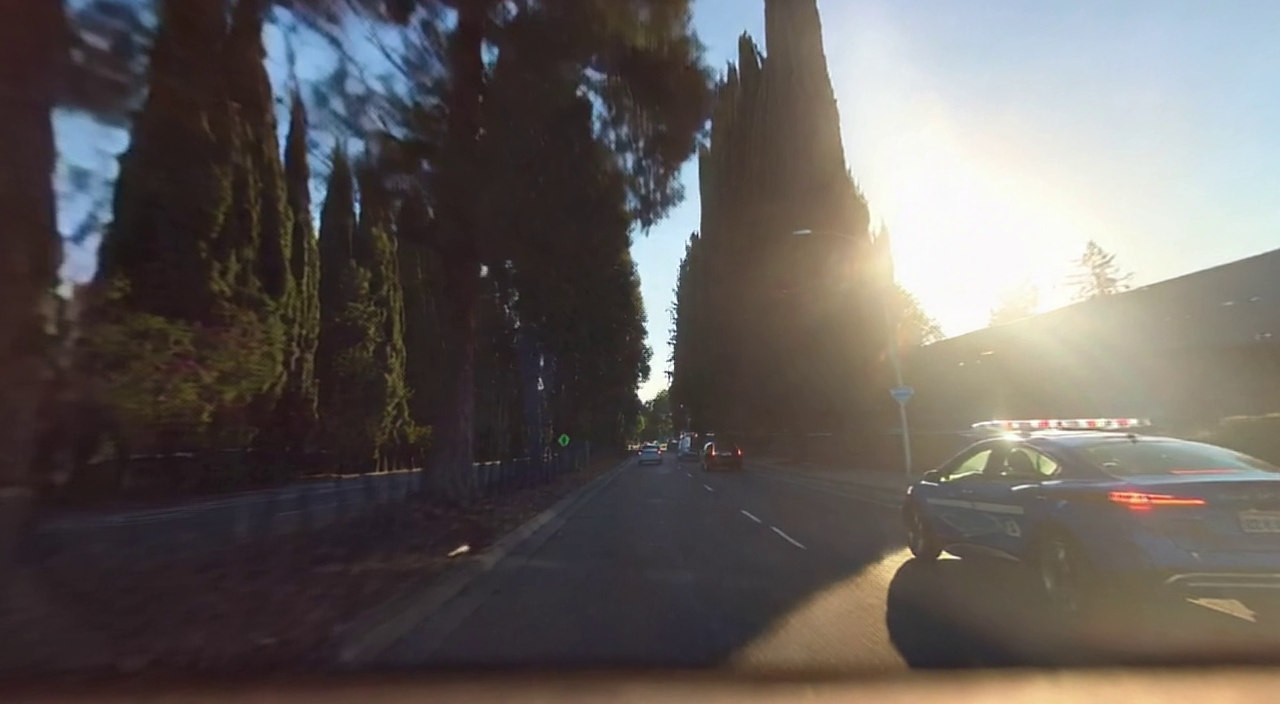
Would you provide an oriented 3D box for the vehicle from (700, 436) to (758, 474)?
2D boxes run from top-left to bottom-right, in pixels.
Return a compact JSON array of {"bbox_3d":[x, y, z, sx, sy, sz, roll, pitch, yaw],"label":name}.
[{"bbox_3d":[4.189,4.926,30.327,2.110,1.666,3.912,0,-9,-1],"label":"vehicle"}]

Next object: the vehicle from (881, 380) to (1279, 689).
[{"bbox_3d":[3.956,1.277,5.499,2.052,1.639,4.123,0,-9,0],"label":"vehicle"}]

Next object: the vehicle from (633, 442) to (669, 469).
[{"bbox_3d":[0.586,6.127,37.537,2.026,1.466,4.282,0,-9,0],"label":"vehicle"}]
